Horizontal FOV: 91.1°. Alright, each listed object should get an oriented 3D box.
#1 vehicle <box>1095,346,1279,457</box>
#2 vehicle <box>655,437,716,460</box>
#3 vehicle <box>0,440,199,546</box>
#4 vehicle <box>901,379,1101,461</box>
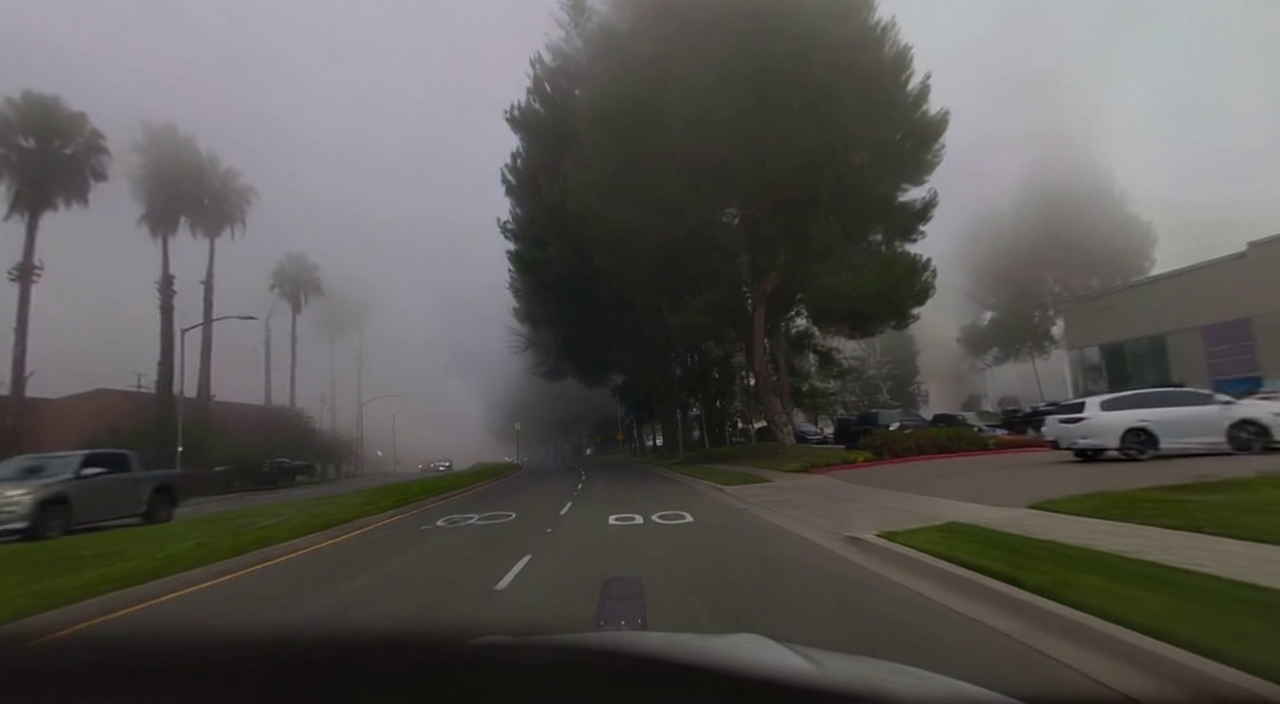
[{"bbox_3d":[10.610,0.876,10.418,4.423,1.662,2.097,0,-8,1],"label":"vehicle"},{"bbox_3d":[3.436,7.207,47.017,4.248,1.663,2.180,8,-11,-43],"label":"vehicle"},{"bbox_3d":[-12.977,3.026,14.308,2.239,1.955,5.017,0,-8,-1],"label":"vehicle"},{"bbox_3d":[11.486,2.263,20.315,4.873,1.955,2.245,-6,-11,-1],"label":"vehicle"}]
